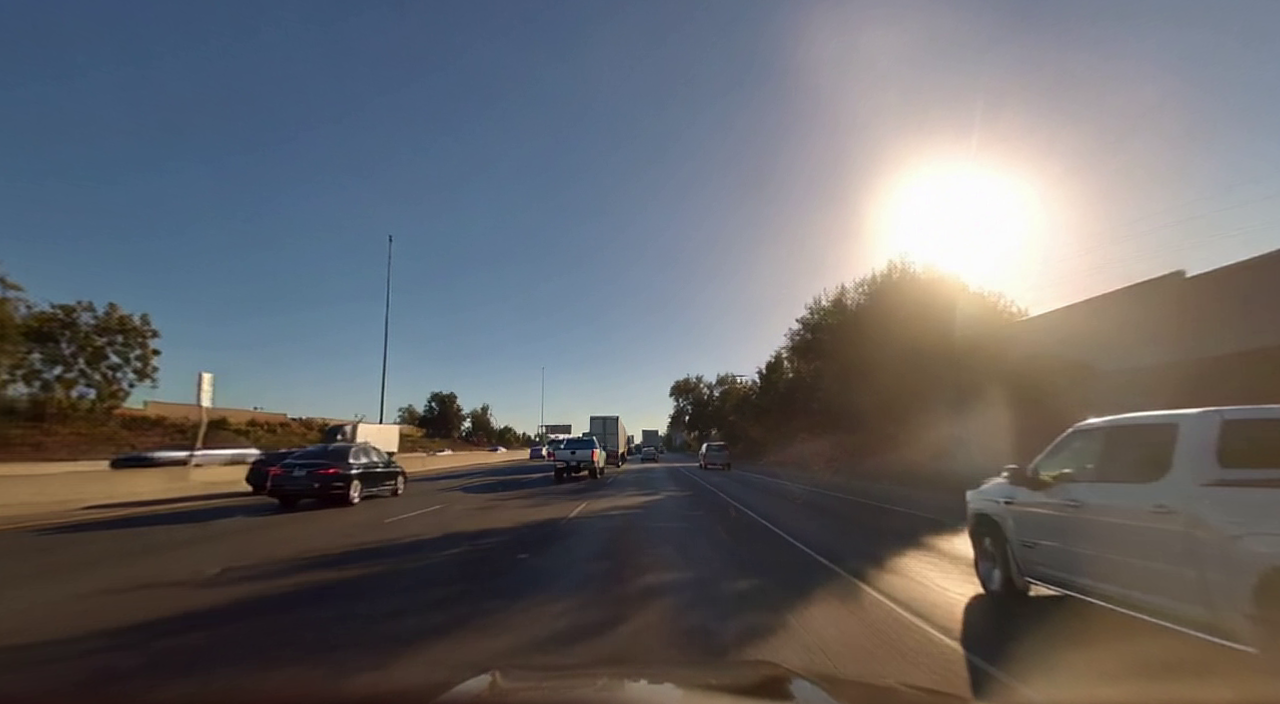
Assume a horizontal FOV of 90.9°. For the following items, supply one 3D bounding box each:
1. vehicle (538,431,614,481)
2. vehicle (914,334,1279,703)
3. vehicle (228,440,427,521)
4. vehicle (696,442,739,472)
[{"bbox_3d":[-2.739,4.698,28.769,2.645,2.023,6.491,0,-9,1],"label":"vehicle"},{"bbox_3d":[3.279,0.891,2.998,2.028,1.658,4.334,0,-9,1],"label":"vehicle"},{"bbox_3d":[-6.617,2.738,14.040,2.235,1.506,4.159,0,-9,1],"label":"vehicle"},{"bbox_3d":[4.613,6.280,37.856,2.026,1.661,3.865,0,-9,-1],"label":"vehicle"}]
